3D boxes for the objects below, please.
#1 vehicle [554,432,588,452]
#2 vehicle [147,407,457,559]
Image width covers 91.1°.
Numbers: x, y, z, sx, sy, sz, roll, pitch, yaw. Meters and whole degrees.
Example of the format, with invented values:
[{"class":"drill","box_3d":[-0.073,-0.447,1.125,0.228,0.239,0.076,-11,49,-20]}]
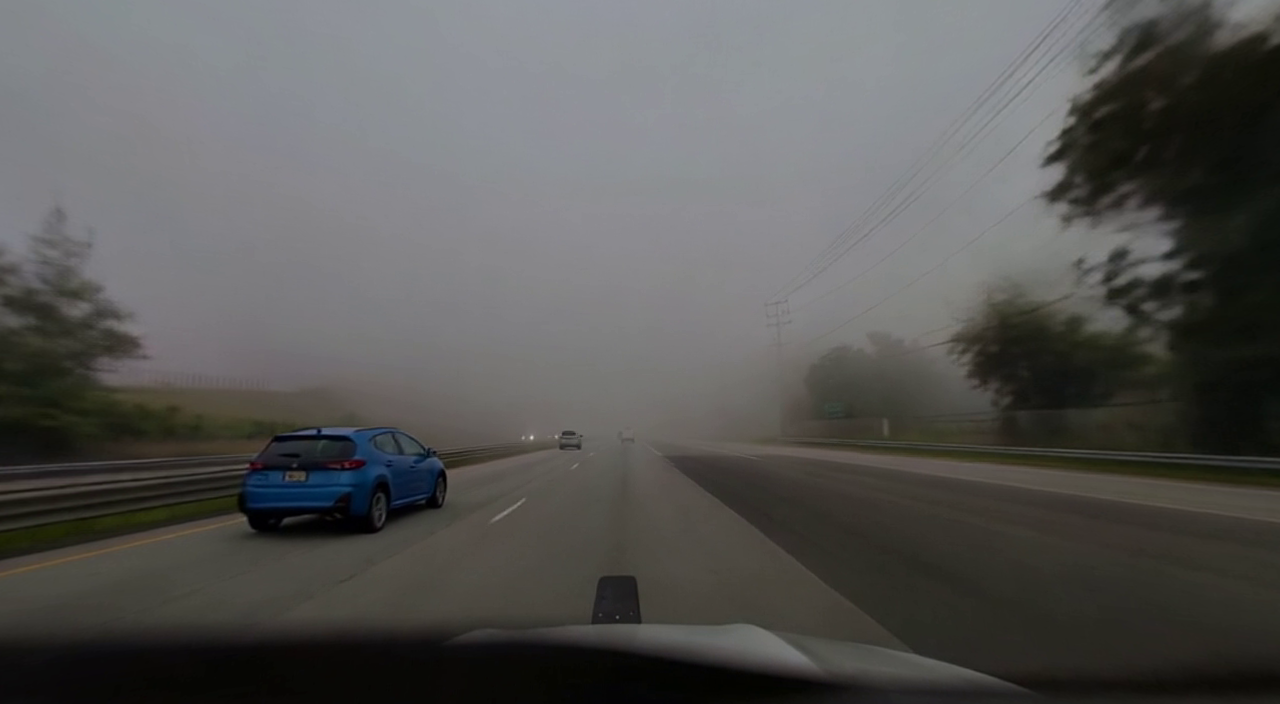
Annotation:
[{"class":"vehicle","box_3d":[-5.210,6.870,48.071,2.080,1.478,4.347,0,-8,0]},{"class":"vehicle","box_3d":[-4.182,1.661,8.798,2.023,1.580,4.259,0,-8,-1]}]
